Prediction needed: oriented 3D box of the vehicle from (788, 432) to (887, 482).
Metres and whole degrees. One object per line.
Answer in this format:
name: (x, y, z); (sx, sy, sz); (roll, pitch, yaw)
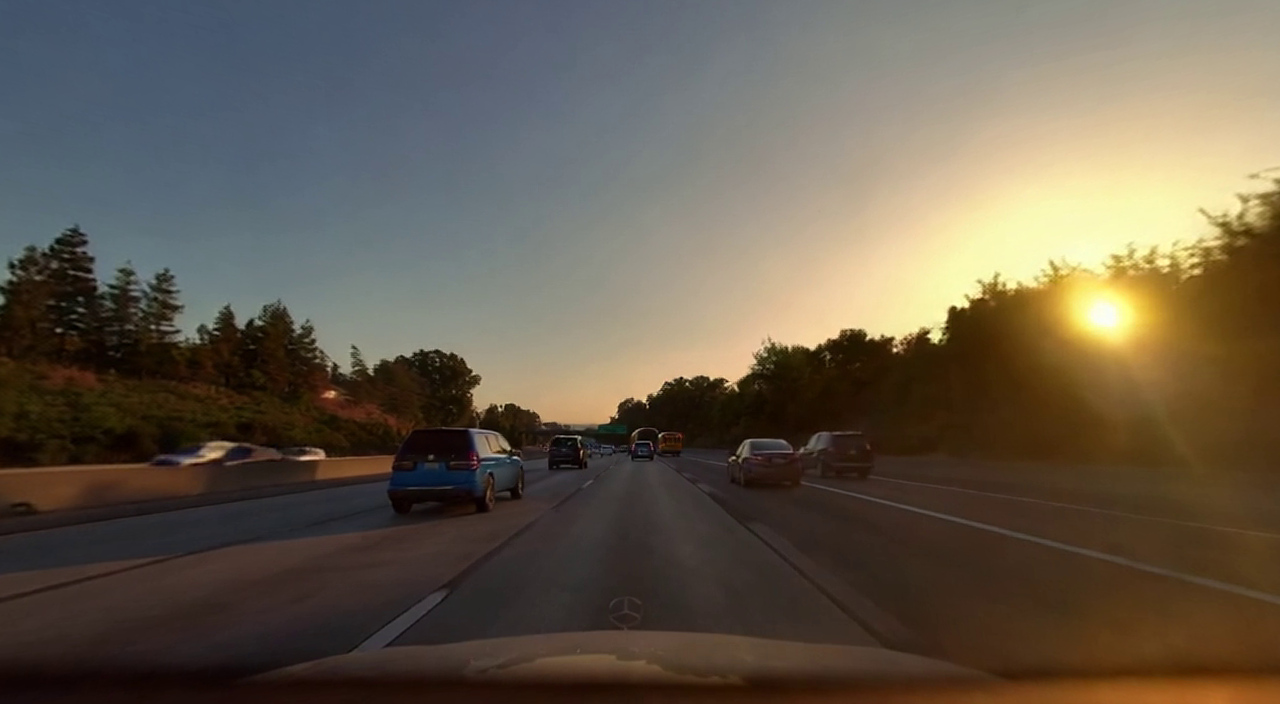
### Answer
vehicle: (7.855, 4.246, 25.783); (2.191, 1.807, 5.692); (0, -9, 0)

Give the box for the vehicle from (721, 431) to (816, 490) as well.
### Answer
vehicle: (3.982, 3.467, 20.429); (2.050, 1.661, 4.636); (0, -9, -1)

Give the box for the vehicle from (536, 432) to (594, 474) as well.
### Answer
vehicle: (-3.502, 4.827, 30.389); (2.155, 1.843, 4.567); (0, -8, 1)

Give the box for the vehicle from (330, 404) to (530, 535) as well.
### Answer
vehicle: (-3.462, 2.049, 11.511); (2.016, 1.898, 4.458); (0, -9, 1)

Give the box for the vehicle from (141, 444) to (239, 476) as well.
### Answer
vehicle: (-23.723, 5.696, 33.493); (1.855, 1.571, 4.450); (0, -9, 0)

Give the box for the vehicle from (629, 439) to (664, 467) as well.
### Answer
vehicle: (0.370, 6.230, 38.915); (2.042, 1.632, 3.654); (0, -9, 0)

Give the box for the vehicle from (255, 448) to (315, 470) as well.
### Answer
vehicle: (-26.710, 8.024, 47.611); (1.860, 1.513, 4.489); (0, -9, 1)
